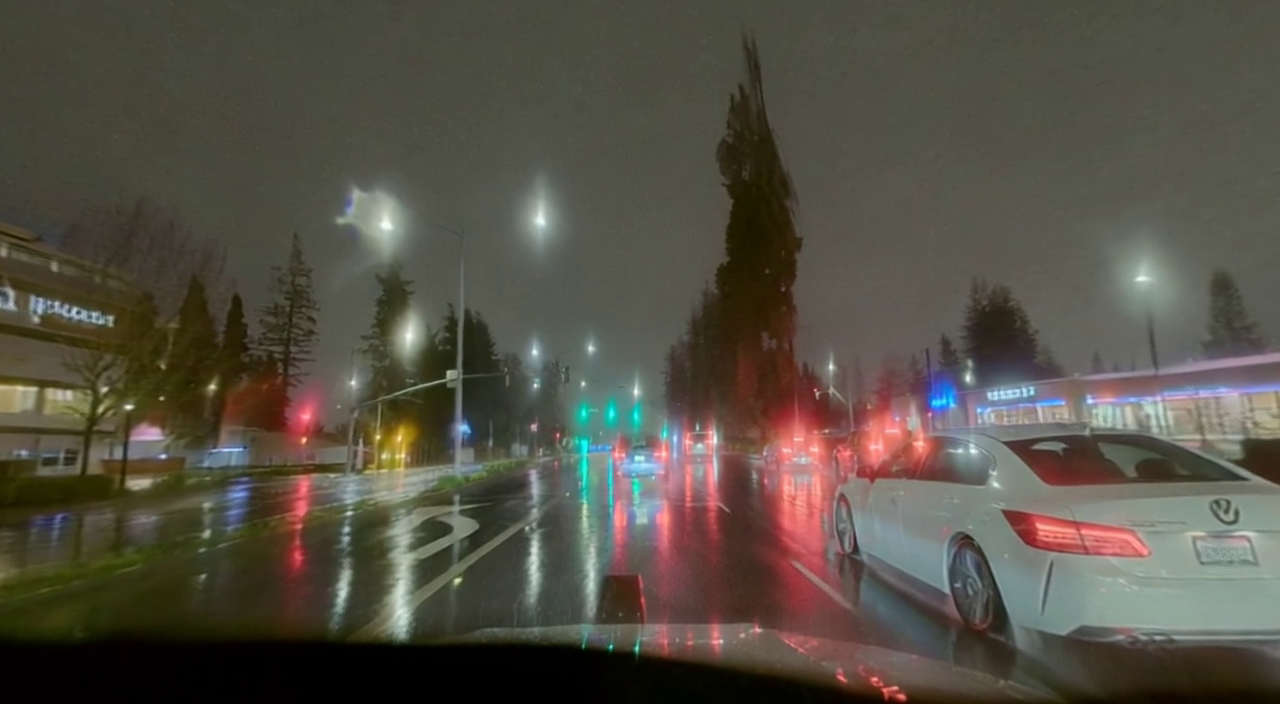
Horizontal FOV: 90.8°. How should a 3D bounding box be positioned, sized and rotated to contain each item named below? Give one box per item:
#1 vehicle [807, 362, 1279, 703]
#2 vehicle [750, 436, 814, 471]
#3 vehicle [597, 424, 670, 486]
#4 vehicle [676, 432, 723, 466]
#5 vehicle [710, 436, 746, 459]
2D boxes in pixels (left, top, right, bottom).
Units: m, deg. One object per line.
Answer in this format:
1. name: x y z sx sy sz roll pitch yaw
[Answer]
1. vehicle: 3.095 1.200 5.126 2.153 1.658 4.485 0 -9 -1
2. vehicle: 6.426 4.637 29.028 1.883 1.452 4.258 0 -9 -1
3. vehicle: -0.238 3.319 20.538 2.106 1.798 4.168 0 -9 -1
4. vehicle: 3.140 5.282 34.412 2.000 1.745 4.206 0 -9 -2
5. vehicle: 6.709 7.342 48.554 2.037 1.628 3.770 0 -9 -2
